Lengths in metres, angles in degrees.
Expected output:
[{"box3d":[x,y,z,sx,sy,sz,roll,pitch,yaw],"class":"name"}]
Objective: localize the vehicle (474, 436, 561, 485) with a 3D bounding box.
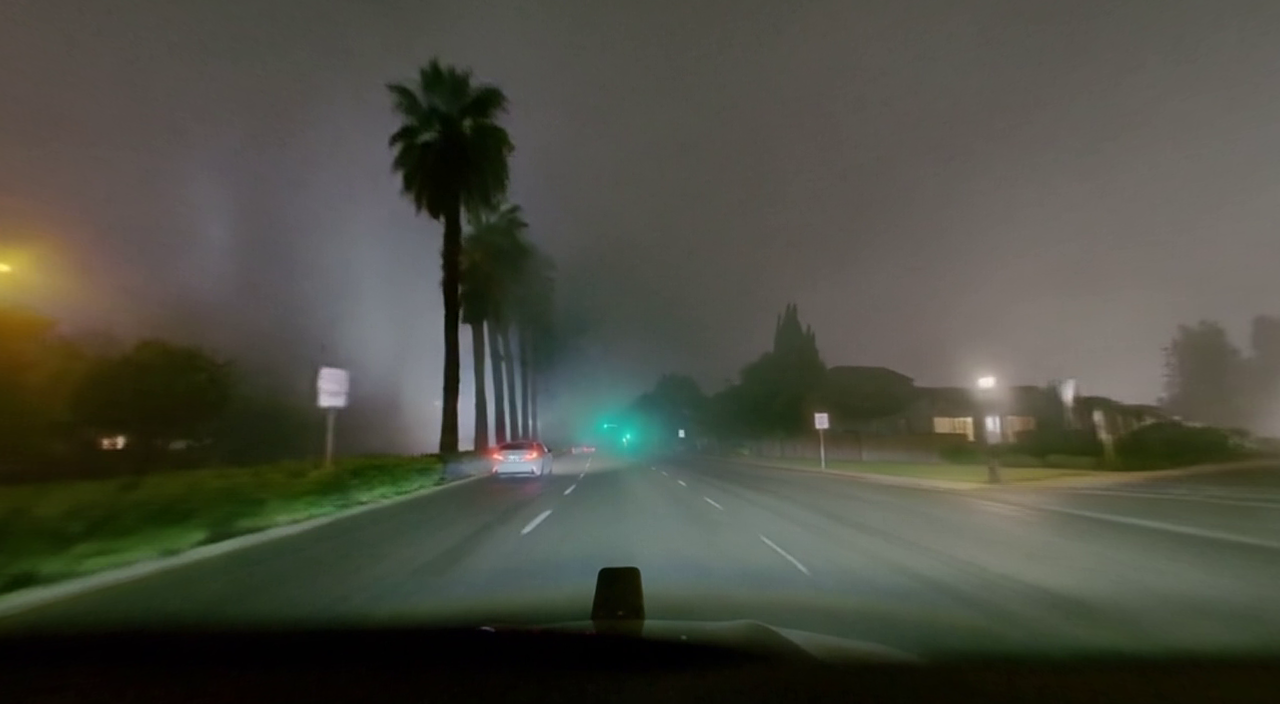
[{"box3d":[-4.004,3.623,21.463,2.108,1.475,4.555,0,-8,-1],"class":"vehicle"}]
